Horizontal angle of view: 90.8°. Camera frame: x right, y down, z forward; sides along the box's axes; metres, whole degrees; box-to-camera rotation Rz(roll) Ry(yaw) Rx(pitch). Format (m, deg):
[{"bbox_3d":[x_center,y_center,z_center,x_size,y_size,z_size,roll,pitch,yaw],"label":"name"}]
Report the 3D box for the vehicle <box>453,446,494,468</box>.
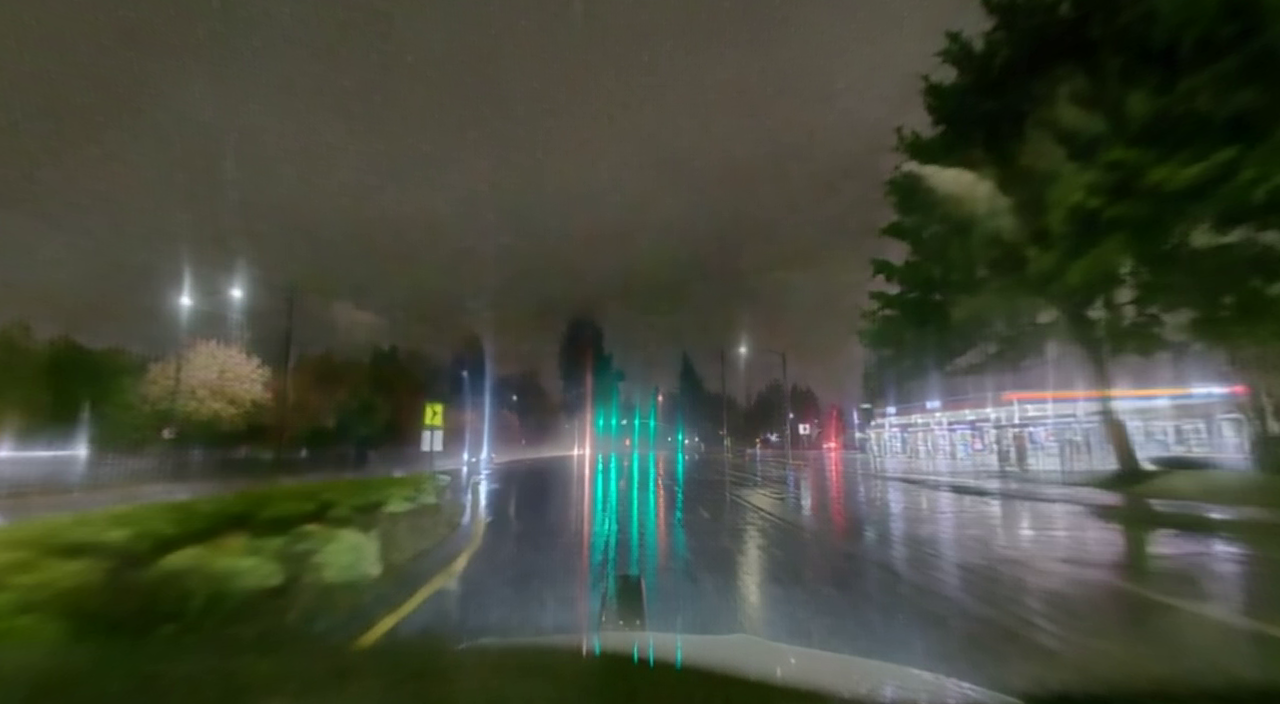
[{"bbox_3d":[-11.910,7.520,45.498,1.725,1.507,4.251,0,-9,1],"label":"vehicle"}]
